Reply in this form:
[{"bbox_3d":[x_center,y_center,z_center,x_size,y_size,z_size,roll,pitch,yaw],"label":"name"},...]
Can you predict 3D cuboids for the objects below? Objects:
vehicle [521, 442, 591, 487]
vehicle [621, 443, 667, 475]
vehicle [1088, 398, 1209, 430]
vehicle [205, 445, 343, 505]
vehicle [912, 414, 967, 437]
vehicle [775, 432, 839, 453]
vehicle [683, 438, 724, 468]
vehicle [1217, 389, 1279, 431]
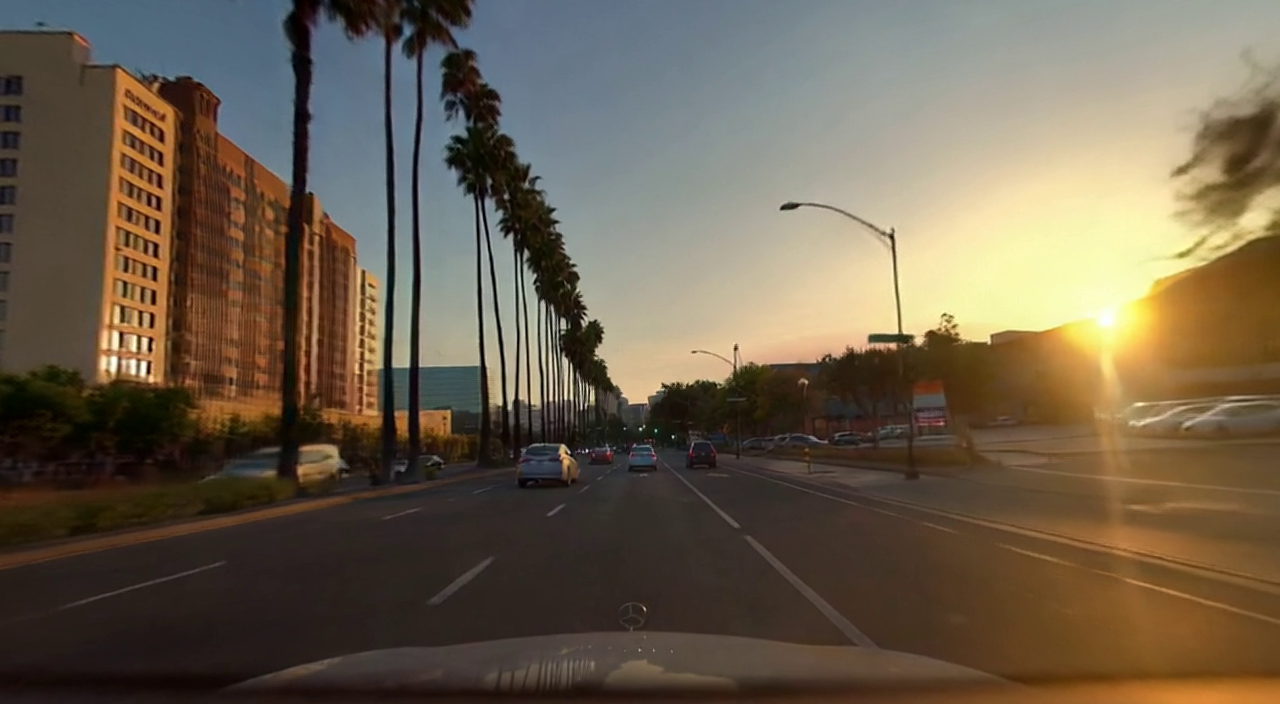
[{"bbox_3d":[-3.000,4.133,23.516,1.908,1.505,4.369,-1,-8,2],"label":"vehicle"},{"bbox_3d":[0.192,5.375,31.988,2.147,1.507,3.953,0,-8,0],"label":"vehicle"},{"bbox_3d":[27.738,3.458,34.554,1.663,1.499,4.774,5,-10,-31],"label":"vehicle"},{"bbox_3d":[-11.630,3.882,20.431,1.886,1.706,4.209,0,-8,1],"label":"vehicle"},{"bbox_3d":[23.715,5.883,49.901,4.448,1.701,1.954,6,-10,-36],"label":"vehicle"},{"bbox_3d":[12.910,6.974,48.698,4.749,1.457,1.806,3,-11,-28],"label":"vehicle"},{"bbox_3d":[4.012,6.507,40.715,2.108,1.785,4.334,0,-8,-1],"label":"vehicle"},{"bbox_3d":[24.277,2.315,24.508,1.815,1.441,3.985,-6,-10,30],"label":"vehicle"}]
